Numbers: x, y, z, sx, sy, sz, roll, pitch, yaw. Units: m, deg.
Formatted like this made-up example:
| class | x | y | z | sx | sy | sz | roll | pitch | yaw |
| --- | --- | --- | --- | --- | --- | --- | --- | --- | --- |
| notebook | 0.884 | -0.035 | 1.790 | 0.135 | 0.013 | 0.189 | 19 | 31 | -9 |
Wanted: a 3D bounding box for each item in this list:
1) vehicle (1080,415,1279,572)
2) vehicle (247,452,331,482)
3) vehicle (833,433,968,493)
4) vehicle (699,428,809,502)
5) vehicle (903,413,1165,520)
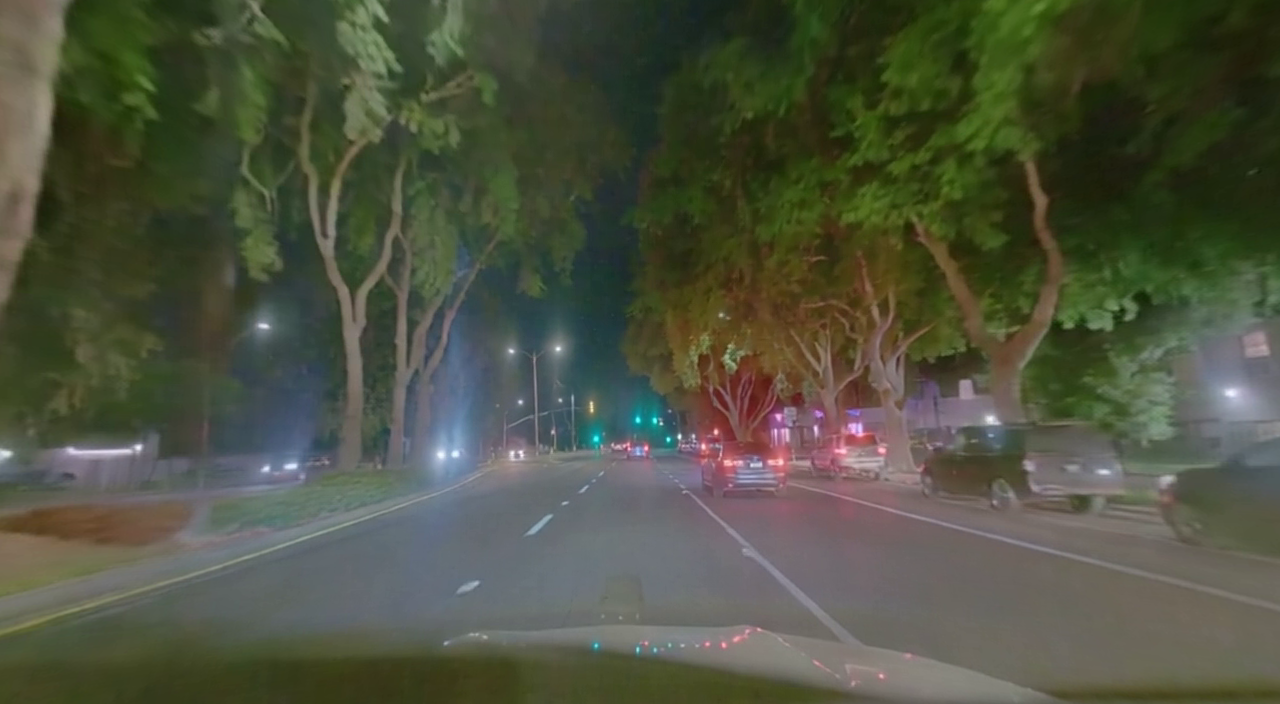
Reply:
| class | x | y | z | sx | sy | sz | roll | pitch | yaw |
| --- | --- | --- | --- | --- | --- | --- | --- | --- | --- |
| vehicle | 7.472 | 1.458 | 6.539 | 2.068 | 1.558 | 5.058 | 0 | -9 | -1 |
| vehicle | -18.274 | 5.971 | 33.017 | 1.836 | 1.454 | 4.507 | 0 | -9 | 0 |
| vehicle | 7.523 | 3.254 | 18.727 | 1.886 | 1.534 | 4.464 | 0 | -9 | -3 |
| vehicle | 2.805 | 2.897 | 16.432 | 2.022 | 1.656 | 4.025 | 0 | -9 | -1 |
| vehicle | 7.680 | 2.304 | 13.108 | 2.174 | 1.788 | 4.954 | 0 | -9 | -1 |
